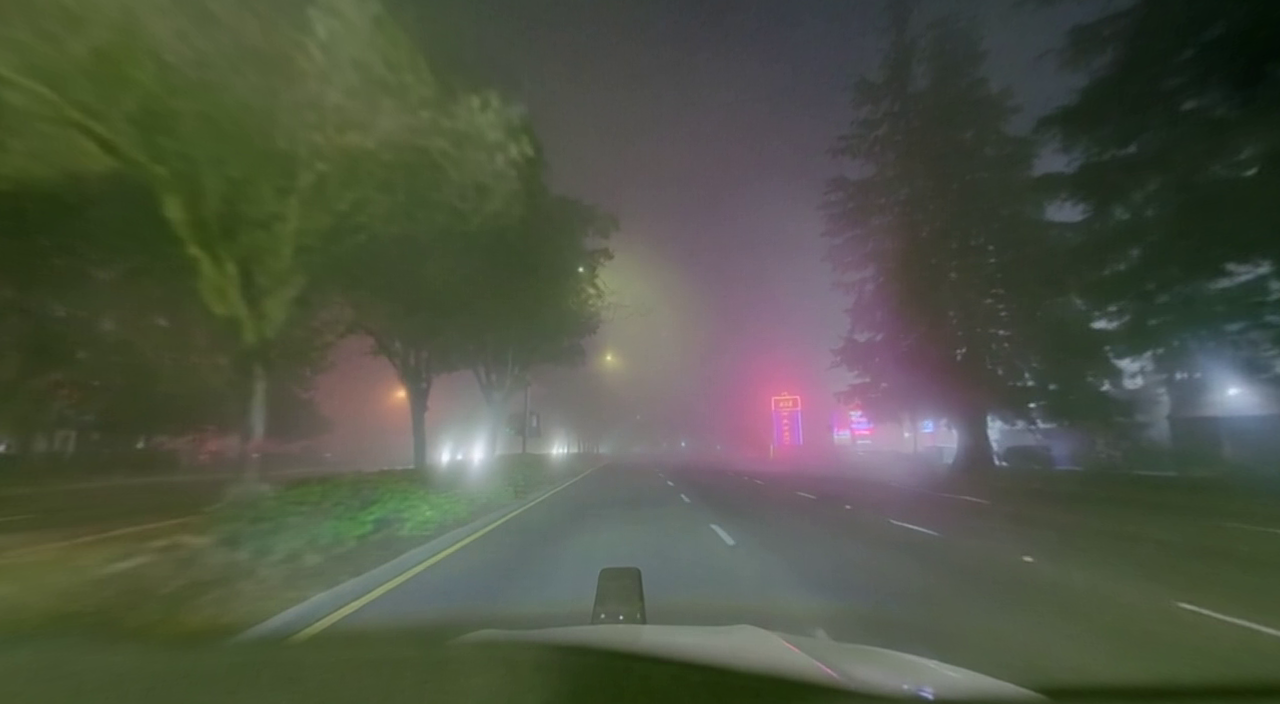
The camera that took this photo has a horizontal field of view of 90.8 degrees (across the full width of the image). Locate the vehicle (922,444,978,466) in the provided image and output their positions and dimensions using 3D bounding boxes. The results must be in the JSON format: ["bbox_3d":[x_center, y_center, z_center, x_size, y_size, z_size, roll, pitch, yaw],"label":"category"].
[{"bbox_3d":[22.269,7.410,45.622,1.895,1.471,4.511,-1,-9,2],"label":"vehicle"}]

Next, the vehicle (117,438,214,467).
[{"bbox_3d":[-28.948,6.146,38.660,4.208,1.648,1.980,1,-8,-4],"label":"vehicle"}]

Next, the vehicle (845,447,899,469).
[{"bbox_3d":[16.454,7.507,45.030,1.863,1.445,4.703,1,-8,-2],"label":"vehicle"}]

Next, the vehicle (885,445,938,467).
[{"bbox_3d":[19.472,7.479,45.484,1.972,1.461,4.021,1,-8,0],"label":"vehicle"}]
